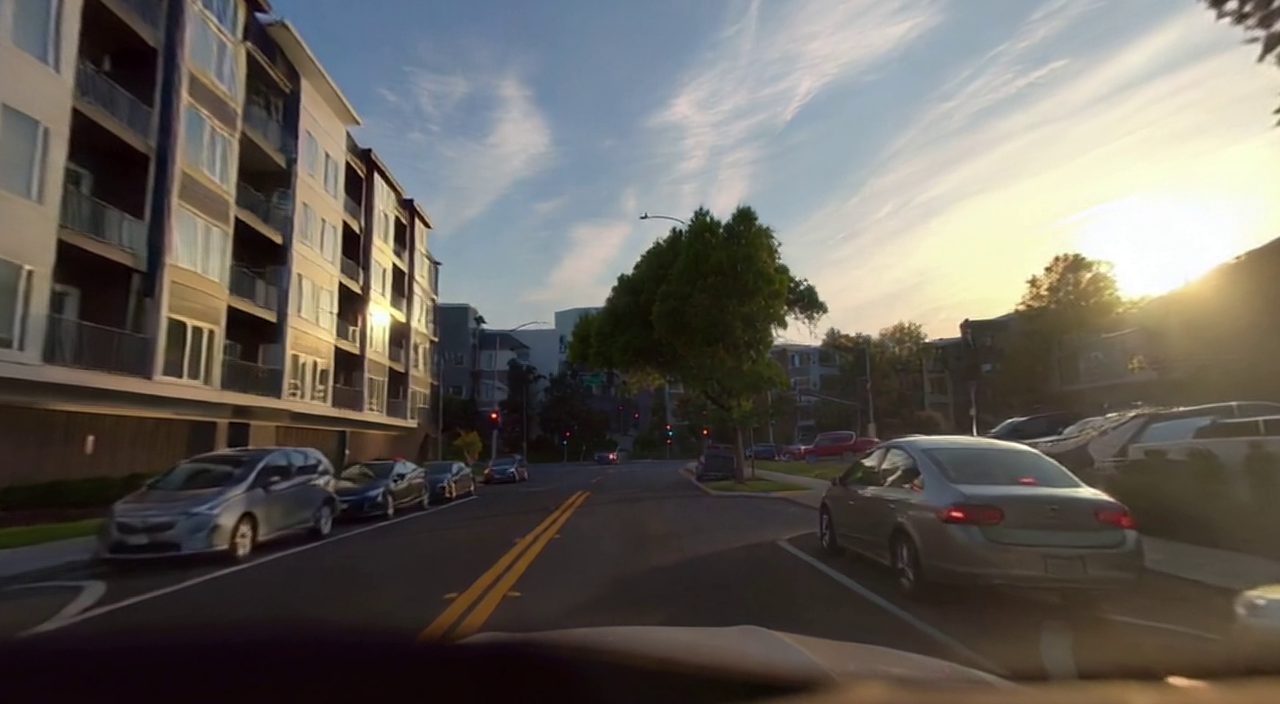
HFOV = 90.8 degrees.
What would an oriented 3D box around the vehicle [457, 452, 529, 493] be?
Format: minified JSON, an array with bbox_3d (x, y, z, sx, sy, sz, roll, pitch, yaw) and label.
[{"bbox_3d":[-5.975,4.935,26.237,1.934,1.484,4.630,0,-8,0],"label":"vehicle"}]

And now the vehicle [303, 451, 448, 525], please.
[{"bbox_3d":[-6.173,3.174,15.364,1.789,1.462,4.313,0,-8,-2],"label":"vehicle"}]

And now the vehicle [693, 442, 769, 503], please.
[{"bbox_3d":[3.122,4.219,22.727,2.034,1.689,4.978,0,-5,0],"label":"vehicle"}]

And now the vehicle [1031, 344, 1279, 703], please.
[{"bbox_3d":[3.212,0.663,1.053,2.153,1.685,4.586,0,-8,0],"label":"vehicle"}]

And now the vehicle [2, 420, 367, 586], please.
[{"bbox_3d":[-6.085,2.027,9.413,1.993,1.817,4.619,0,-8,-1],"label":"vehicle"}]

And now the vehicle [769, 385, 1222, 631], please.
[{"bbox_3d":[3.106,1.494,7.012,2.408,1.815,4.462,0,-9,0],"label":"vehicle"}]
